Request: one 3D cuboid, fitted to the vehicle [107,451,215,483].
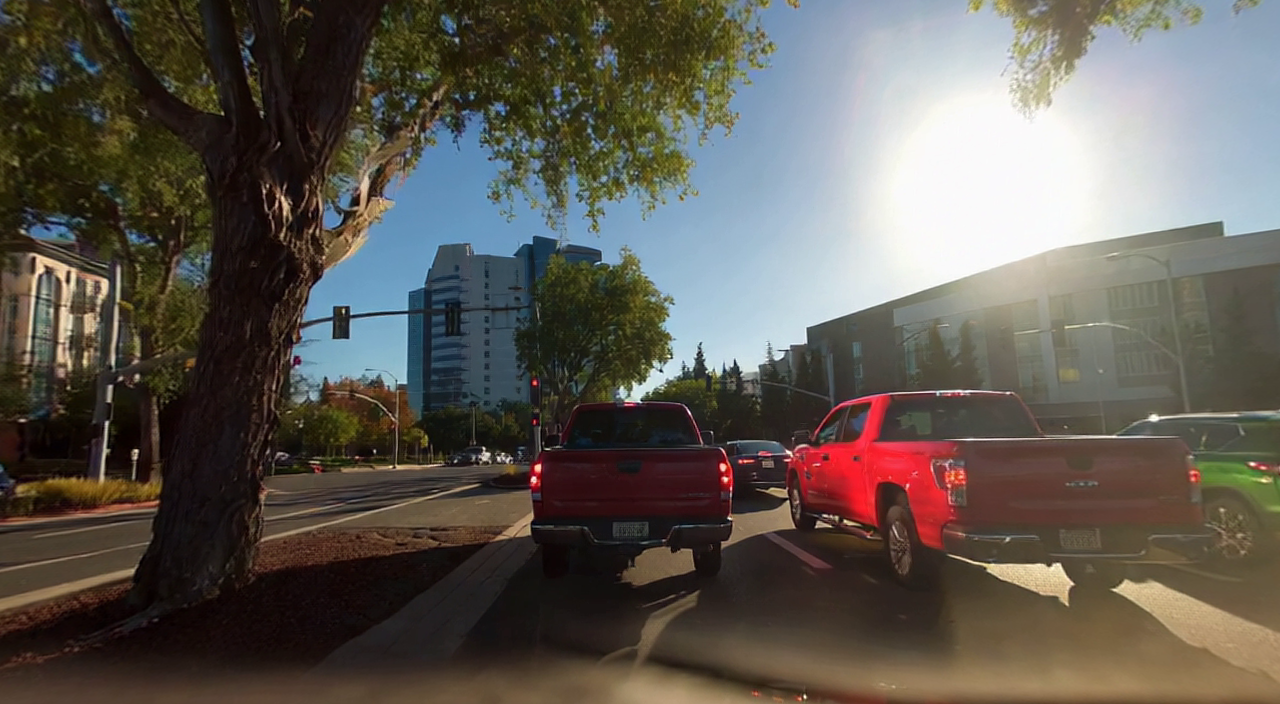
[{"bbox_3d":[-26.376,6.322,35.015,4.437,1.669,1.936,5,-10,-30],"label":"vehicle"}]

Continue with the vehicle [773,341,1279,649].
[{"bbox_3d":[3.324,1.314,6.923,2.412,1.953,5.682,0,-9,-1],"label":"vehicle"}]

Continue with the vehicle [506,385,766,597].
[{"bbox_3d":[-0.062,1.575,8.048,2.240,1.821,5.001,0,-9,-1],"label":"vehicle"}]
